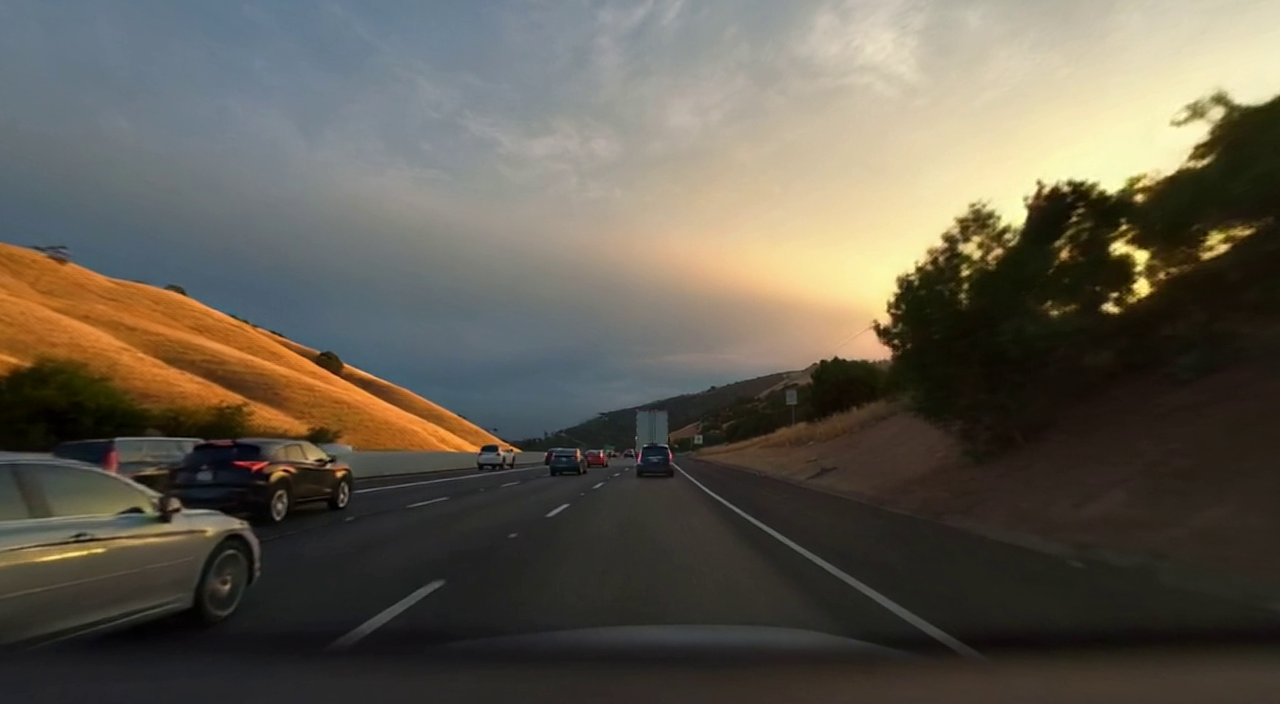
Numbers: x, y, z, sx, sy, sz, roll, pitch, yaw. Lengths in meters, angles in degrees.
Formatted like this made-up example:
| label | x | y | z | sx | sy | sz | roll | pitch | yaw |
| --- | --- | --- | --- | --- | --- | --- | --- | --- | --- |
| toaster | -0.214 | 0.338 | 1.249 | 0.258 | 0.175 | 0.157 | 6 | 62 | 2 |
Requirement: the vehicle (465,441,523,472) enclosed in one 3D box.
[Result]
| label | x | y | z | sx | sy | sz | roll | pitch | yaw |
| --- | --- | --- | --- | --- | --- | --- | --- | --- | --- |
| vehicle | -10.331 | 7.451 | 45.223 | 2.421 | 2.025 | 6.236 | 0 | -9 | 2 |

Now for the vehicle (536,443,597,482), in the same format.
| label | x | y | z | sx | sy | sz | roll | pitch | yaw |
| --- | --- | --- | --- | --- | --- | --- | --- | --- | --- |
| vehicle | -3.354 | 5.164 | 29.780 | 2.155 | 1.661 | 4.477 | 0 | -9 | 2 |

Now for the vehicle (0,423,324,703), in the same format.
| label | x | y | z | sx | sy | sz | roll | pitch | yaw |
| --- | --- | --- | --- | --- | --- | --- | --- | --- | --- |
| vehicle | -3.894 | 1.131 | 3.390 | 1.943 | 1.468 | 4.547 | 1 | -9 | 1 |

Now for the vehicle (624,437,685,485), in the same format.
| label | x | y | z | sx | sy | sz | roll | pitch | yaw |
| --- | --- | --- | --- | --- | --- | --- | --- | --- | --- |
| vehicle | 0.586 | 4.456 | 26.022 | 2.281 | 1.795 | 4.297 | 1 | -9 | 1 |
